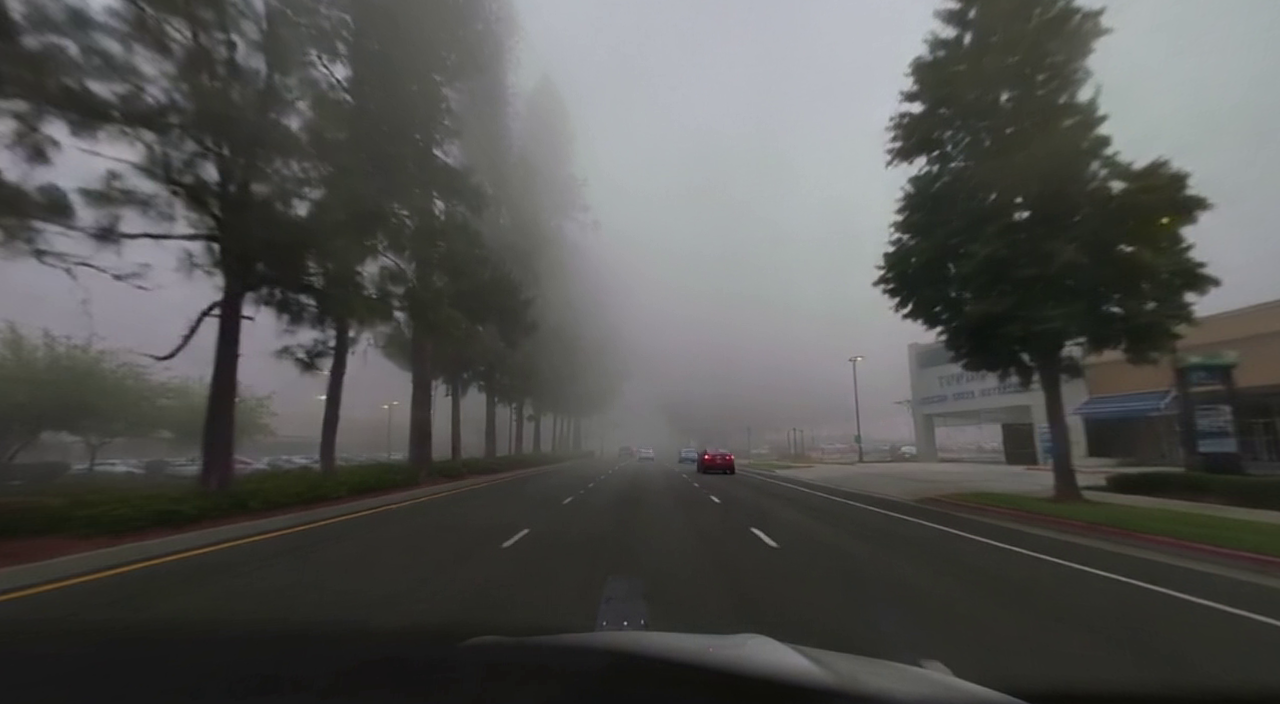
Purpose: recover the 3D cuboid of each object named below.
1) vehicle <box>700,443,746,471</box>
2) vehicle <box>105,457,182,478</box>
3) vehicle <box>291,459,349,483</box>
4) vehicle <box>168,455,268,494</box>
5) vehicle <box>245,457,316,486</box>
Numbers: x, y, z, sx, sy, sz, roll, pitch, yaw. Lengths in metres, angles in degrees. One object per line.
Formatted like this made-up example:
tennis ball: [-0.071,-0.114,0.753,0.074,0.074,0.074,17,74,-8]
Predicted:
vehicle: [4.533,5.815,35.094,1.916,1.459,4.335,0,-9,-1]
vehicle: [-39.198,9.120,49.835,4.370,1.497,2.031,0,-8,0]
vehicle: [-22.486,8.343,44.477,1.841,1.510,4.389,-1,-9,0]
vehicle: [-22.339,6.455,33.638,1.939,1.780,5.057,0,-8,-2]
vehicle: [-22.531,7.495,39.758,1.674,1.483,4.741,-3,-8,1]
